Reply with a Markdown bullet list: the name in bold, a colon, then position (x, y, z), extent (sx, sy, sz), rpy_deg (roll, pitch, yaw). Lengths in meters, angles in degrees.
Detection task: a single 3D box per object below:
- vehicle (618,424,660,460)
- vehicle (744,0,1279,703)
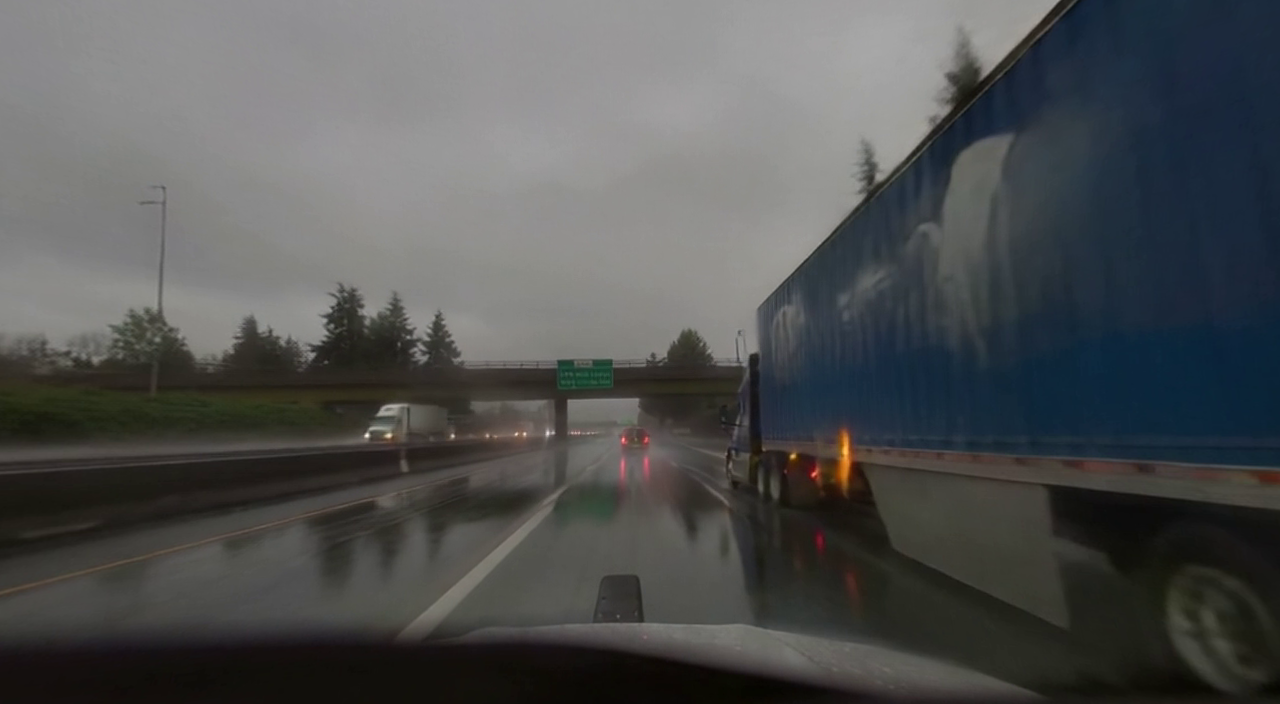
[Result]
- **vehicle**: position (-0.104, 5.189, 36.545), extent (2.277, 1.913, 4.510), rpy_deg (0, -8, -1)
- **vehicle**: position (3.961, 0.265, 6.835), extent (2.987, 4.021, 14.105), rpy_deg (0, -8, -1)
